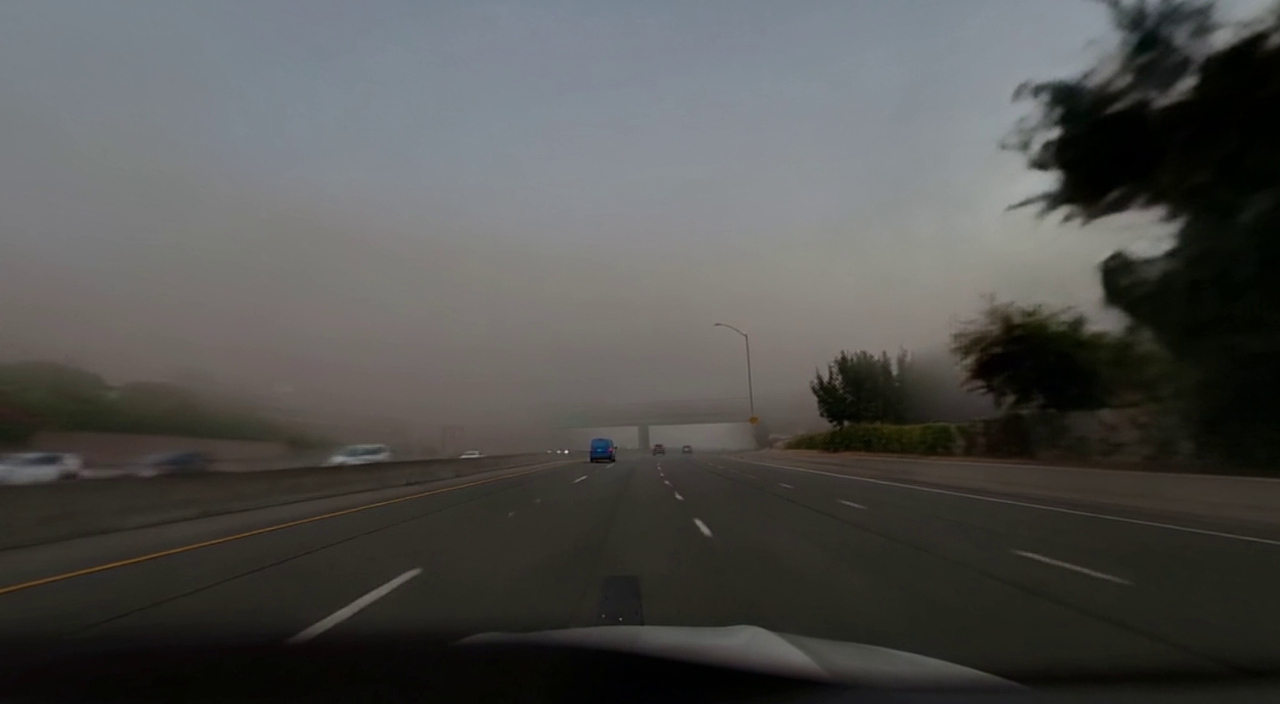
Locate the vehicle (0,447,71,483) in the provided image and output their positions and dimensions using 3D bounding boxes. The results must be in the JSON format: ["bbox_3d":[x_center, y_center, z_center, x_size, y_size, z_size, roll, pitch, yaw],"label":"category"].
[{"bbox_3d":[-31.188,5.542,30.997,1.916,1.679,4.547,-1,-8,7],"label":"vehicle"}]

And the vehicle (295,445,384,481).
[{"bbox_3d":[-13.548,4.989,28.768,1.944,1.507,3.985,0,-8,2],"label":"vehicle"}]

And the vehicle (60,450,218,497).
[{"bbox_3d":[-17.810,4.305,22.791,1.905,1.474,4.495,0,-8,2],"label":"vehicle"}]
